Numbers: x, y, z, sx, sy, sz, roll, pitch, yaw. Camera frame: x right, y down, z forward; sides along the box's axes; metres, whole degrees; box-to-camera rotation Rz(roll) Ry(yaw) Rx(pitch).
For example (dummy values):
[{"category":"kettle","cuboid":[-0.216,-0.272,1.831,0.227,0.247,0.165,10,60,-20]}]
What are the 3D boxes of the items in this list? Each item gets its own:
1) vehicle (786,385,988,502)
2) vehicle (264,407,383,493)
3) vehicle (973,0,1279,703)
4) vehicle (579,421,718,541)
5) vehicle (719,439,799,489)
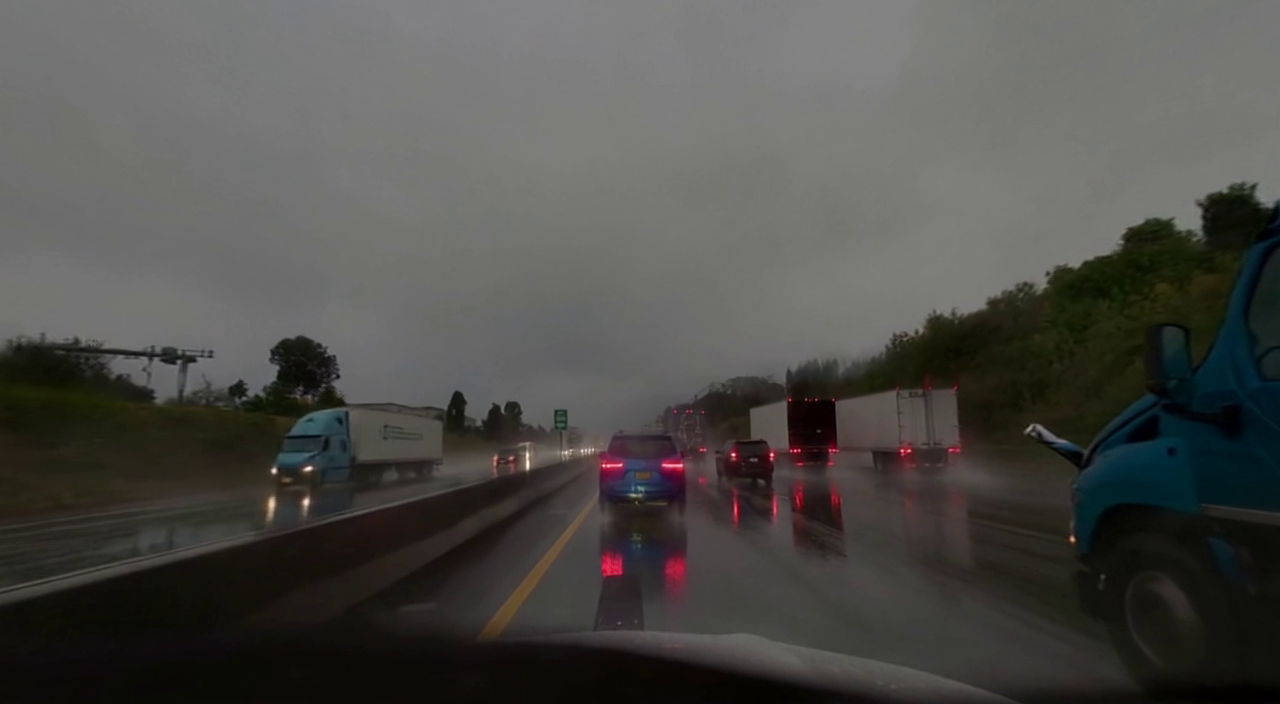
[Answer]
[{"category":"vehicle","cuboid":[8.039,3.306,22.585,2.799,3.188,10.578,0,-9,-1]},{"category":"vehicle","cuboid":[-16.101,5.042,32.454,3.025,3.994,5.884,0,-9,-1]},{"category":"vehicle","cuboid":[4.230,-0.177,1.890,2.987,3.877,5.881,0,-9,0]},{"category":"vehicle","cuboid":[0.129,2.089,10.623,1.965,1.664,3.428,-1,-9,0]},{"category":"vehicle","cuboid":[3.910,3.767,21.285,1.859,1.512,3.711,0,-9,-2]}]
